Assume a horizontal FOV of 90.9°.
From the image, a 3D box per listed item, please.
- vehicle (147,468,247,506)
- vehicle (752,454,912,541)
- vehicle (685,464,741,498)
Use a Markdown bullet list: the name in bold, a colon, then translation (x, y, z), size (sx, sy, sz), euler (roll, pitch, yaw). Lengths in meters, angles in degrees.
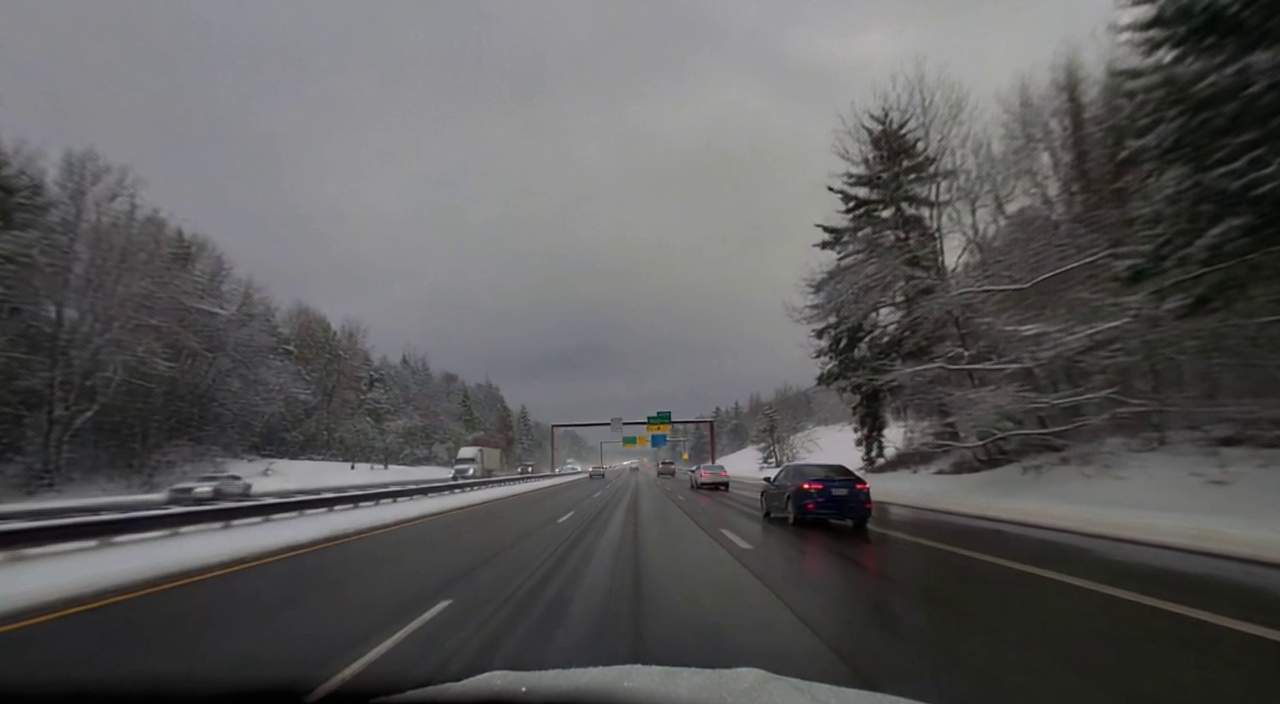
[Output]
- **vehicle**: translation (-19.895, 6.059, 28.518), size (1.750, 1.525, 3.748), euler (1, -10, -1)
- **vehicle**: translation (3.995, 3.148, 14.129), size (2.010, 1.579, 4.679), euler (1, -10, -2)
- **vehicle**: translation (3.461, 6.235, 30.678), size (2.051, 1.472, 4.547), euler (1, -10, -2)
